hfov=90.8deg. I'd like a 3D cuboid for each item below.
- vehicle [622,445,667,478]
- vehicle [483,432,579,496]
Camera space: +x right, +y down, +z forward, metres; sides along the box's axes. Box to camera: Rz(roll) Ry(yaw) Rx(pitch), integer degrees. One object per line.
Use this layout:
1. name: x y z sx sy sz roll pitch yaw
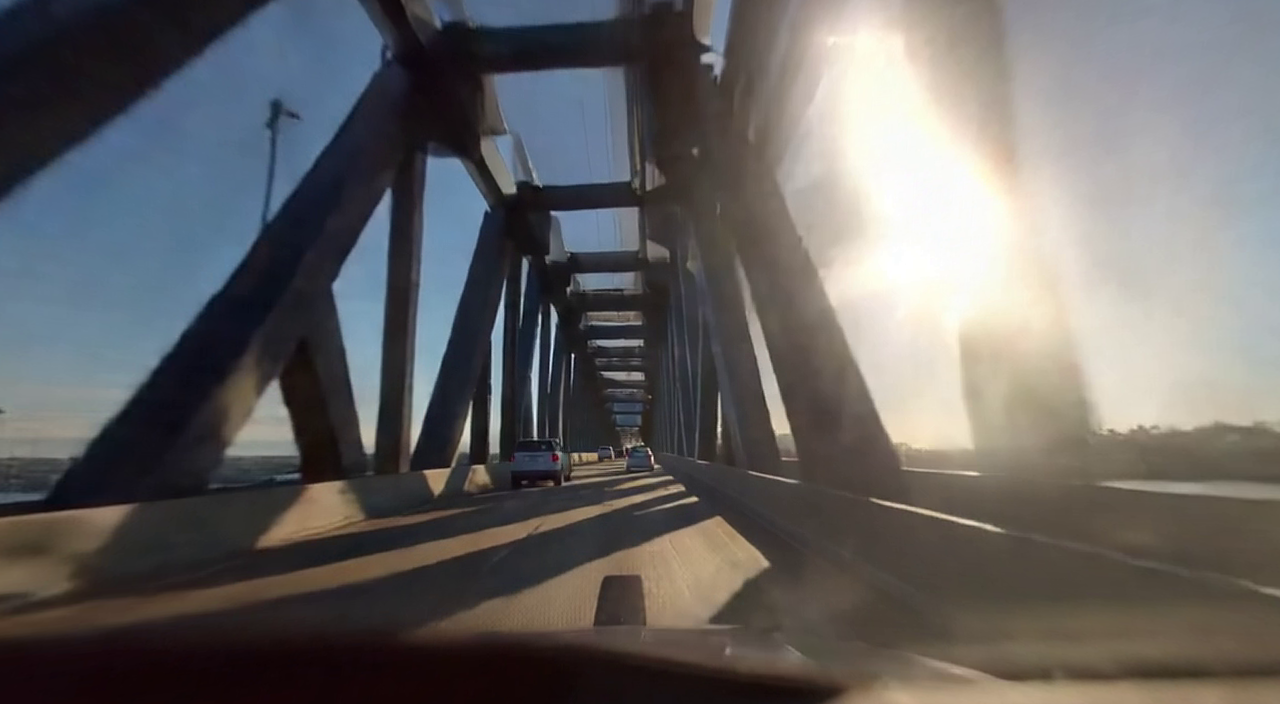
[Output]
1. vehicle: 0.210 5.203 30.344 2.048 1.450 3.973 0 -9 0
2. vehicle: -3.345 3.553 20.442 2.190 1.807 4.741 0 -9 1
